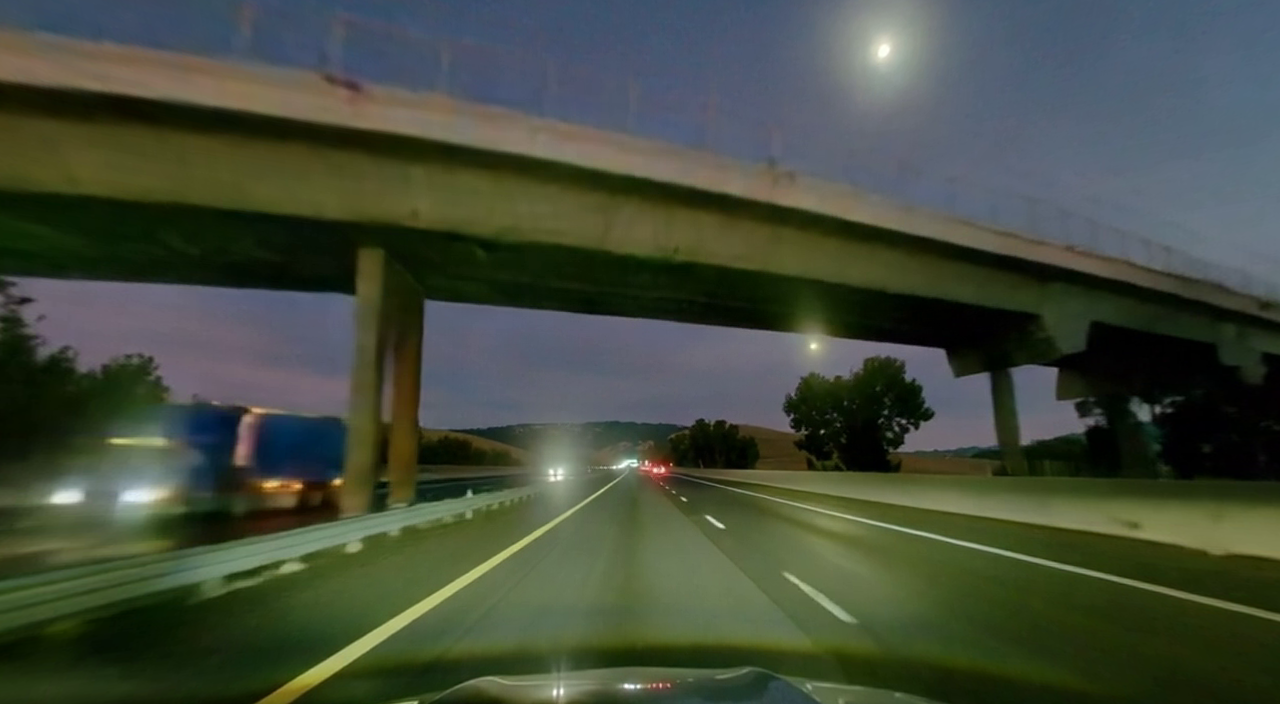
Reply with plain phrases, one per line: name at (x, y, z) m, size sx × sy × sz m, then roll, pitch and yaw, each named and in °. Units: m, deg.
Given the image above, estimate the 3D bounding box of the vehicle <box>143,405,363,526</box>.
vehicle at (-12.892, 3.965, 22.105) m, size 2.833 × 3.465 × 7.407 m, roll 1°, pitch -10°, yaw 0°
